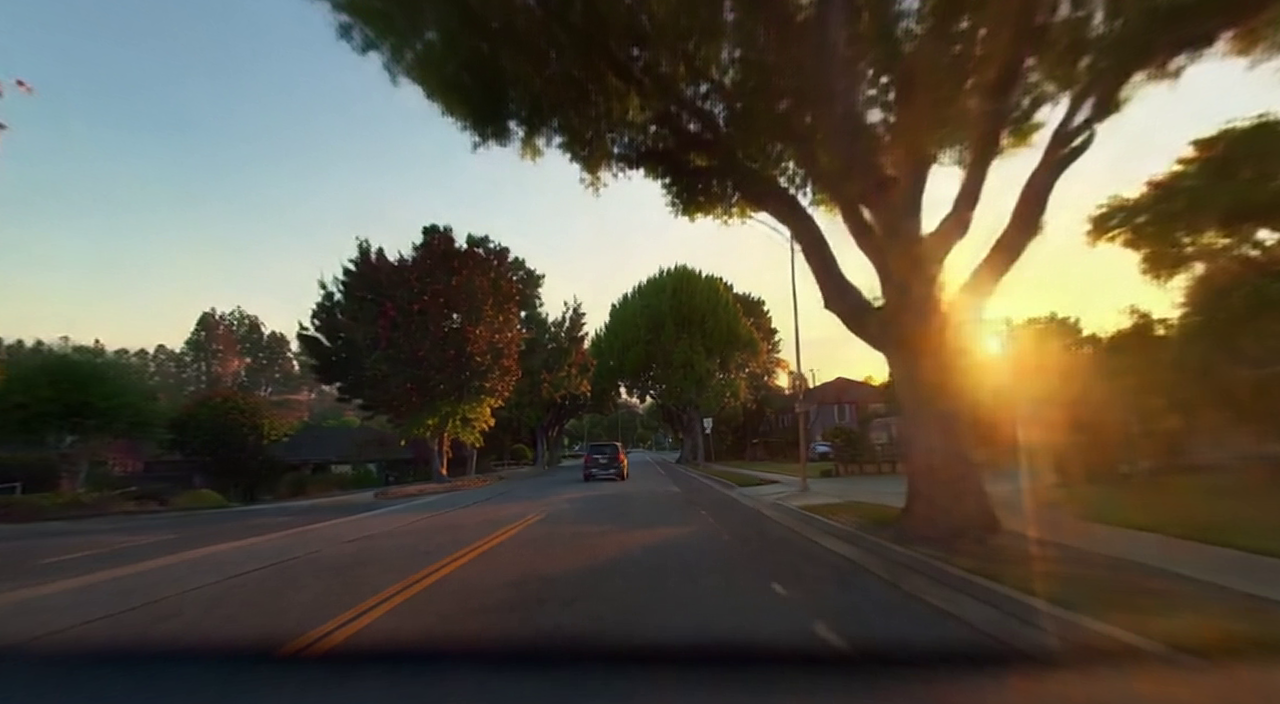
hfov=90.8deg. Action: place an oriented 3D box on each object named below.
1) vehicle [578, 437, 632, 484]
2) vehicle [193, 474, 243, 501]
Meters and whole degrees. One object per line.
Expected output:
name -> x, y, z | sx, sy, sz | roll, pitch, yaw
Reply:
vehicle -> -1.539, 5.011, 29.528 | 2.210, 2.023, 4.663 | 0, -9, 1
vehicle -> -30.000, 9.602, 45.027 | 1.926, 1.552, 4.355 | 3, -9, -21
